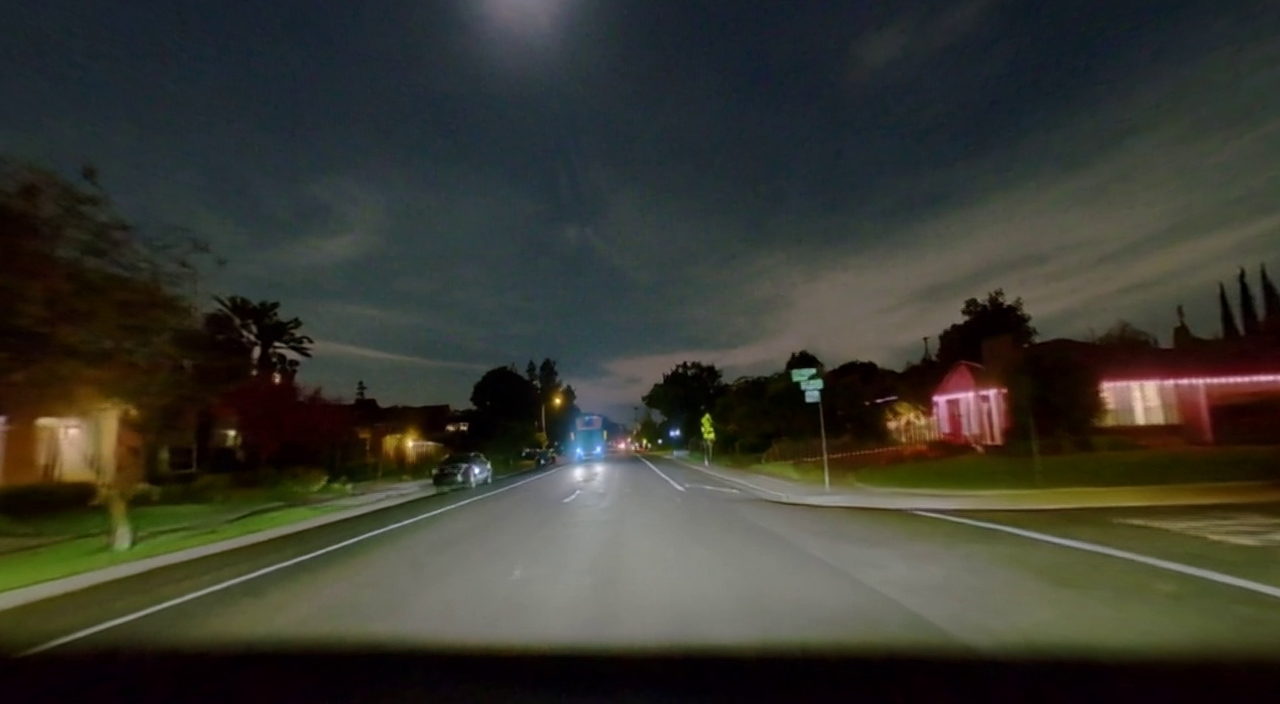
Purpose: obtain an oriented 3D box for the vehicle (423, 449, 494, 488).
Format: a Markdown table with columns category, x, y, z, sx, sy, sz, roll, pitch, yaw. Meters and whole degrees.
| category | x | y | z | sx | sy | sz | roll | pitch | yaw |
| --- | --- | --- | --- | --- | --- | --- | --- | --- | --- |
| vehicle | -8.906 | 5.741 | 31.498 | 2.119 | 1.775 | 4.643 | 0 | -9 | 0 |
